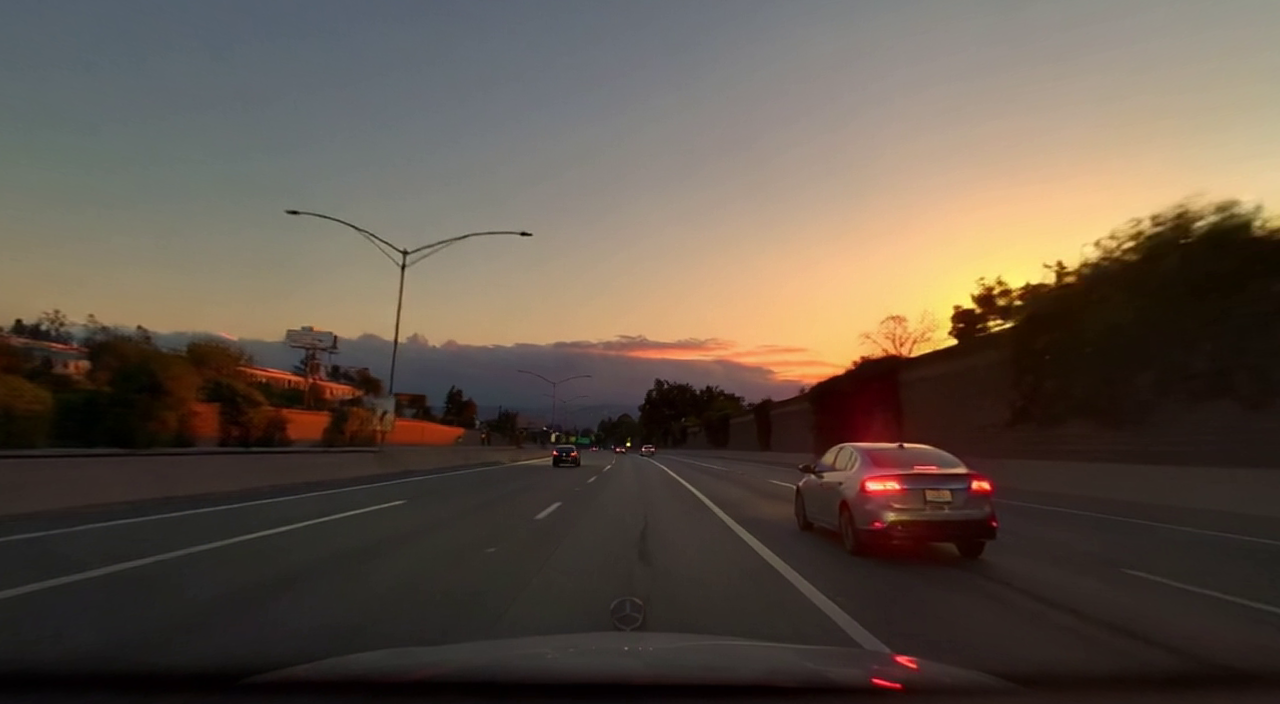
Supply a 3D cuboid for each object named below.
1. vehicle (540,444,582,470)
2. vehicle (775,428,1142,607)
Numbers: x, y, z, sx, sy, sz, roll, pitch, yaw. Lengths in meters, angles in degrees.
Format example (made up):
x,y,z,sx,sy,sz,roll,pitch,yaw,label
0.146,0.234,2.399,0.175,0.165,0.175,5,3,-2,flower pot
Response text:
x,y,z,sx,sy,sz,roll,pitch,yaw,label
-4.694,6.295,38.080,2.014,1.481,4.156,0,-8,0,vehicle
3.218,1.750,7.772,2.030,1.490,4.737,0,-8,0,vehicle
